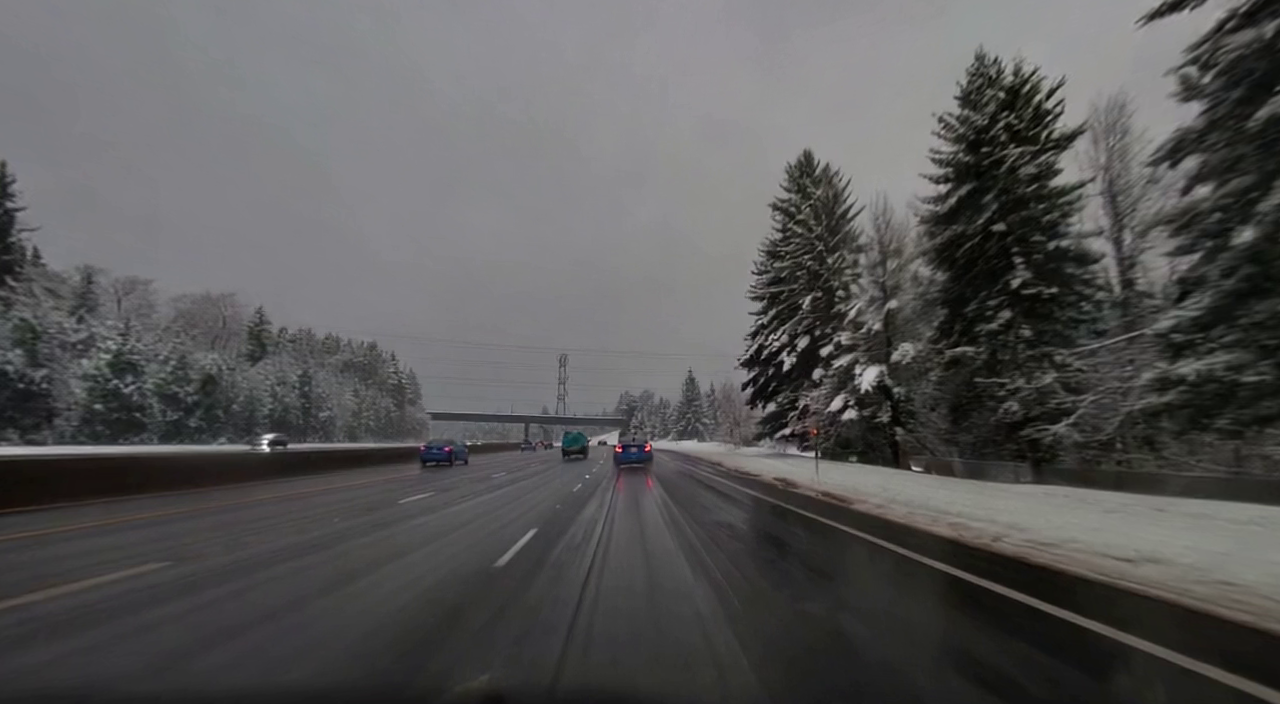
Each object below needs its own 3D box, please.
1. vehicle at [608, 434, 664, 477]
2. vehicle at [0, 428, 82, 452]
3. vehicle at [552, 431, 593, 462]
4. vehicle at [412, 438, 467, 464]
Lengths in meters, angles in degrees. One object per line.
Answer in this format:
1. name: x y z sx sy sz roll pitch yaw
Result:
1. vehicle: -0.191 3.843 23.606 1.954 1.460 3.983 0 -8 -2
2. vehicle: -39.008 5.695 40.645 1.775 1.467 4.357 0 -8 -1
3. vehicle: -4.006 5.712 38.002 2.174 1.806 3.932 0 -8 -2
4. vehicle: -11.731 5.825 37.042 1.844 1.446 4.395 0 -8 -1
